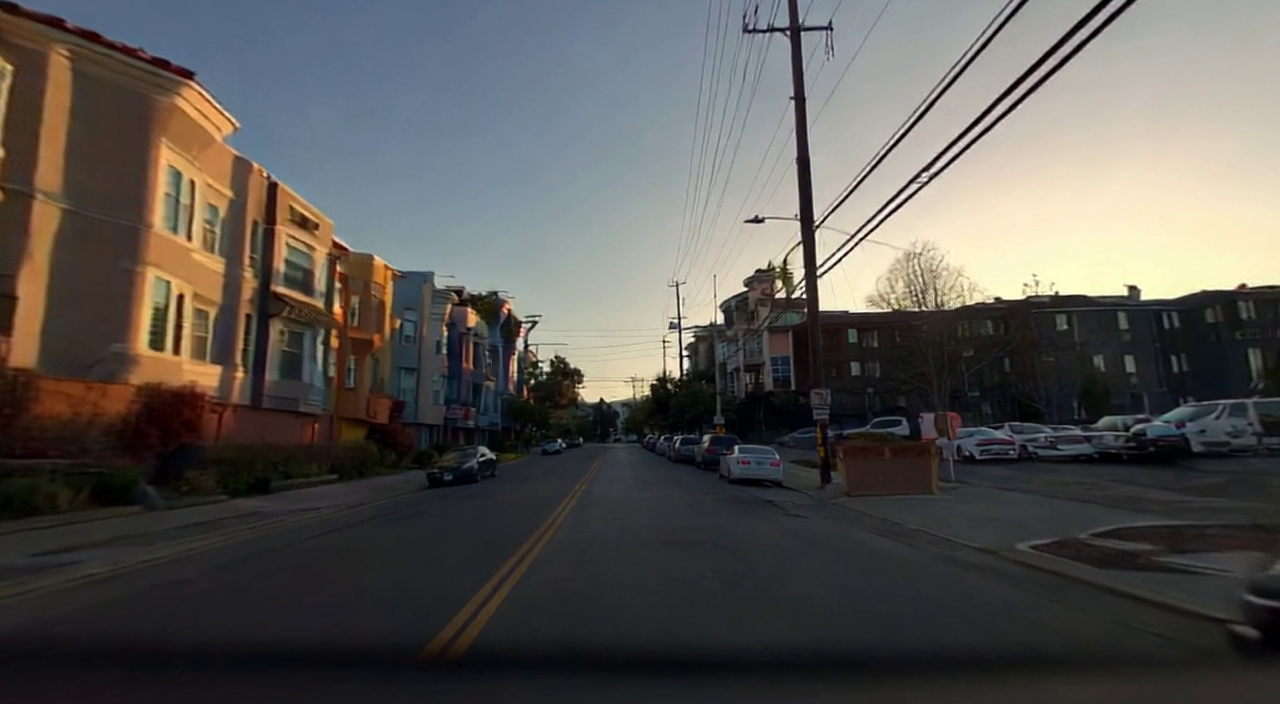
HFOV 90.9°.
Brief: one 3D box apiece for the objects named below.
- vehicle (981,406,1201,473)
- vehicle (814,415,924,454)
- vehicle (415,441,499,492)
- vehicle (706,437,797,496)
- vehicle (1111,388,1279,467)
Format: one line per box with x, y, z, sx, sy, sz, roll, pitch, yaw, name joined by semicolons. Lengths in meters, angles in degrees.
12.665;2.528;18.081;1.897;1.659;4.648;5;-10;-32;vehicle
12.017;4.460;33.656;2.152;1.875;5.778;3;-9;-21;vehicle
-6.567;4.113;23.160;1.913;1.672;4.267;0;-8;-1;vehicle
3.236;3.399;19.103;1.914;1.591;3.892;0;-8;-2;vehicle
16.611;2.085;17.174;2.153;1.976;5.514;6;-10;-34;vehicle
